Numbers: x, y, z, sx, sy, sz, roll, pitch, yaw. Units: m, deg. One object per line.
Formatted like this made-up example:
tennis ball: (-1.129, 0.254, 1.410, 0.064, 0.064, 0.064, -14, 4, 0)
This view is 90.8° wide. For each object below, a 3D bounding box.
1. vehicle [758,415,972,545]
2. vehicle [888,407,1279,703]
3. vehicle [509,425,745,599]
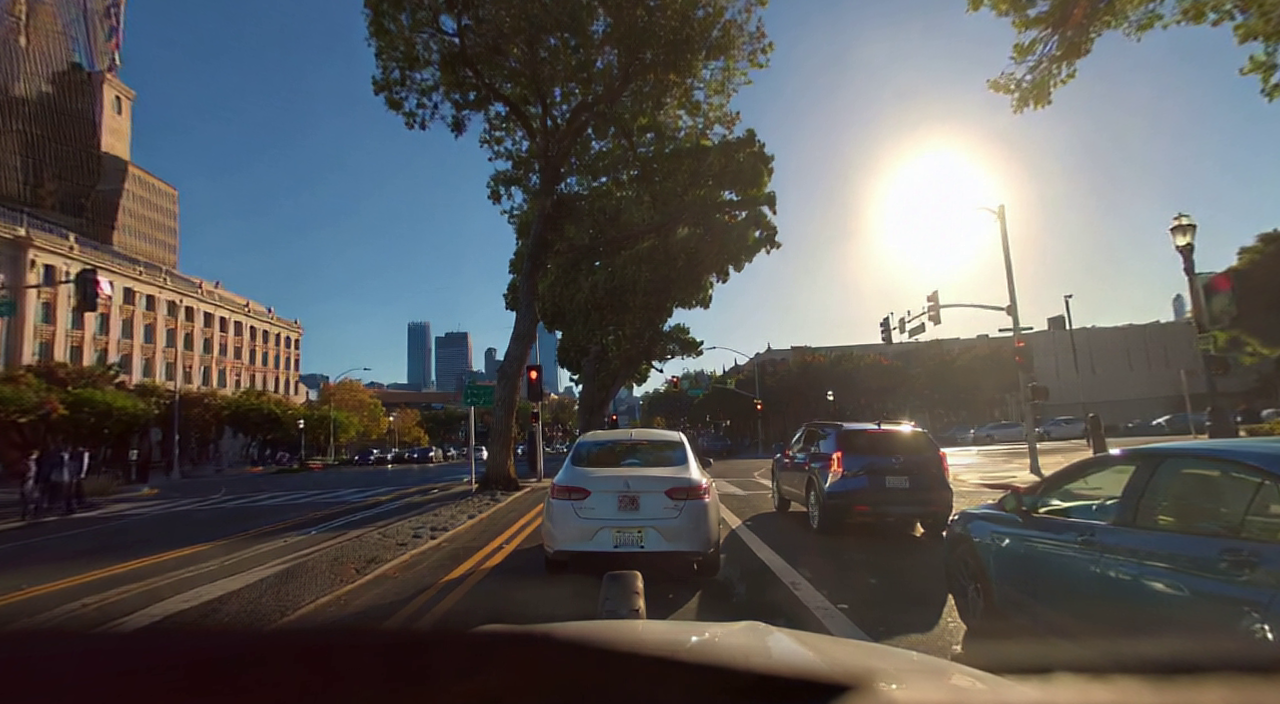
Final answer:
vehicle: (3.492, 2.082, 10.929, 1.978, 1.738, 4.599, 0, -8, 0)
vehicle: (3.373, 1.180, 3.986, 1.833, 1.465, 4.258, 0, -8, -1)
vehicle: (-0.116, 1.701, 7.553, 2.096, 1.521, 3.747, 0, -8, 0)
